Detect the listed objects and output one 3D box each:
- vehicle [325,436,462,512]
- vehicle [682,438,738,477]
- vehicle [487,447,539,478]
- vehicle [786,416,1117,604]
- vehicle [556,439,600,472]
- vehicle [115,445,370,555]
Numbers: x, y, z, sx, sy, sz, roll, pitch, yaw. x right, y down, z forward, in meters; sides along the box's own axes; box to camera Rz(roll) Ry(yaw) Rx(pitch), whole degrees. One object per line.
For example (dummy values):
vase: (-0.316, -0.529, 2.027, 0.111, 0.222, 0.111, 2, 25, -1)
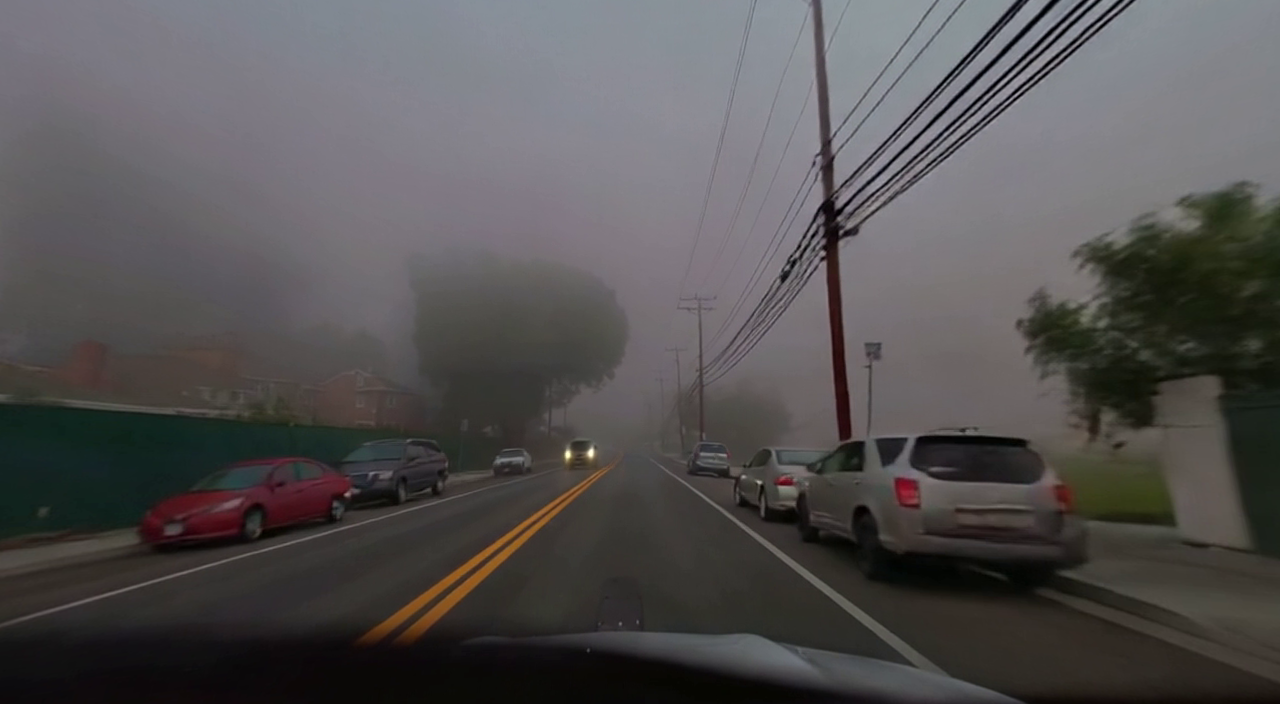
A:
vehicle: (-6.744, 3.321, 17.957, 2.014, 1.817, 4.639, -1, -8, 0)
vehicle: (3.296, 5.106, 30.781, 2.031, 1.762, 4.749, 0, -9, -2)
vehicle: (-6.967, 6.067, 35.028, 1.843, 1.589, 4.416, 0, -9, 1)
vehicle: (3.208, 1.697, 7.676, 1.826, 1.614, 4.241, 0, -9, 0)
vehicle: (-3.696, 6.290, 38.526, 2.210, 1.838, 4.854, 0, -9, 0)
vehicle: (-6.701, 2.473, 11.403, 1.866, 1.487, 4.416, -1, -8, -2)
